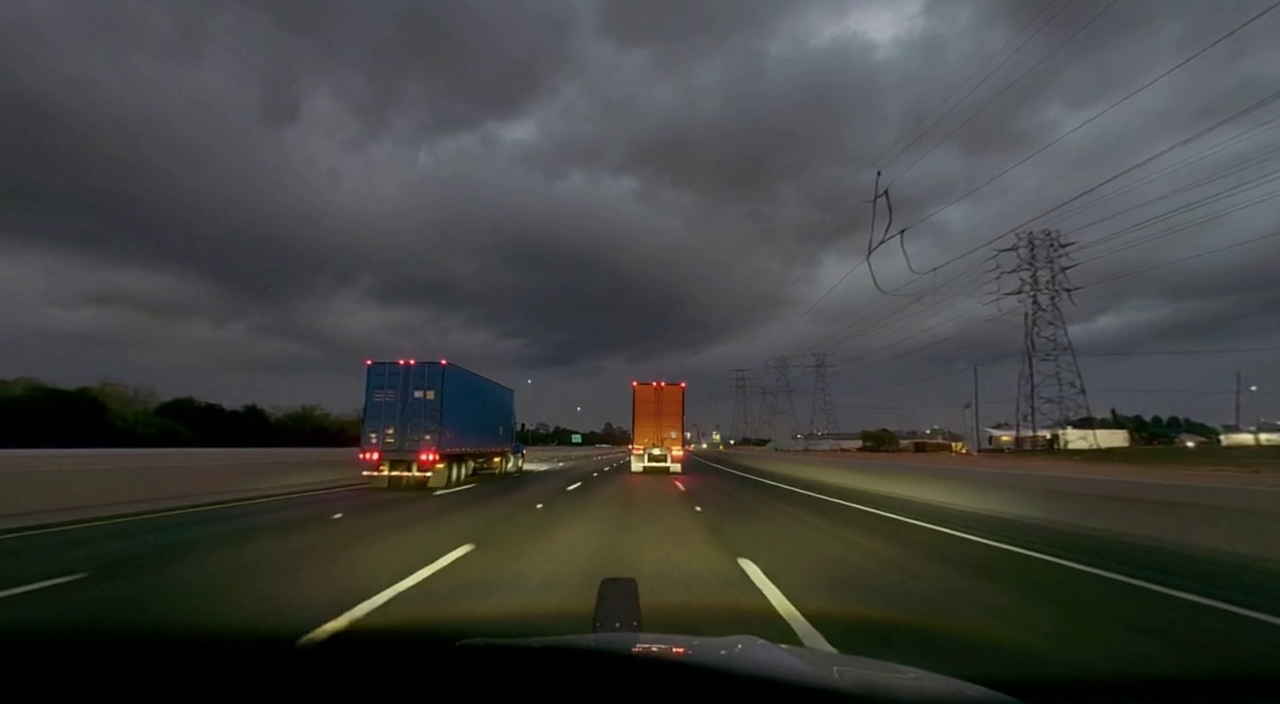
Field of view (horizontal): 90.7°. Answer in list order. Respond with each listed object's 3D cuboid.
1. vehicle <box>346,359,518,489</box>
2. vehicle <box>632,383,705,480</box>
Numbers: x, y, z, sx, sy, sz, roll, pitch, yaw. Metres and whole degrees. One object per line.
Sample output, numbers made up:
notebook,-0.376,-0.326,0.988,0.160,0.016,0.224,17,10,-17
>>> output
vehicle,-7.464,3.035,25.089,2.937,3.981,11.119,-1,-8,1
vehicle,1.147,3.906,30.331,2.858,3.847,10.034,0,-9,0
